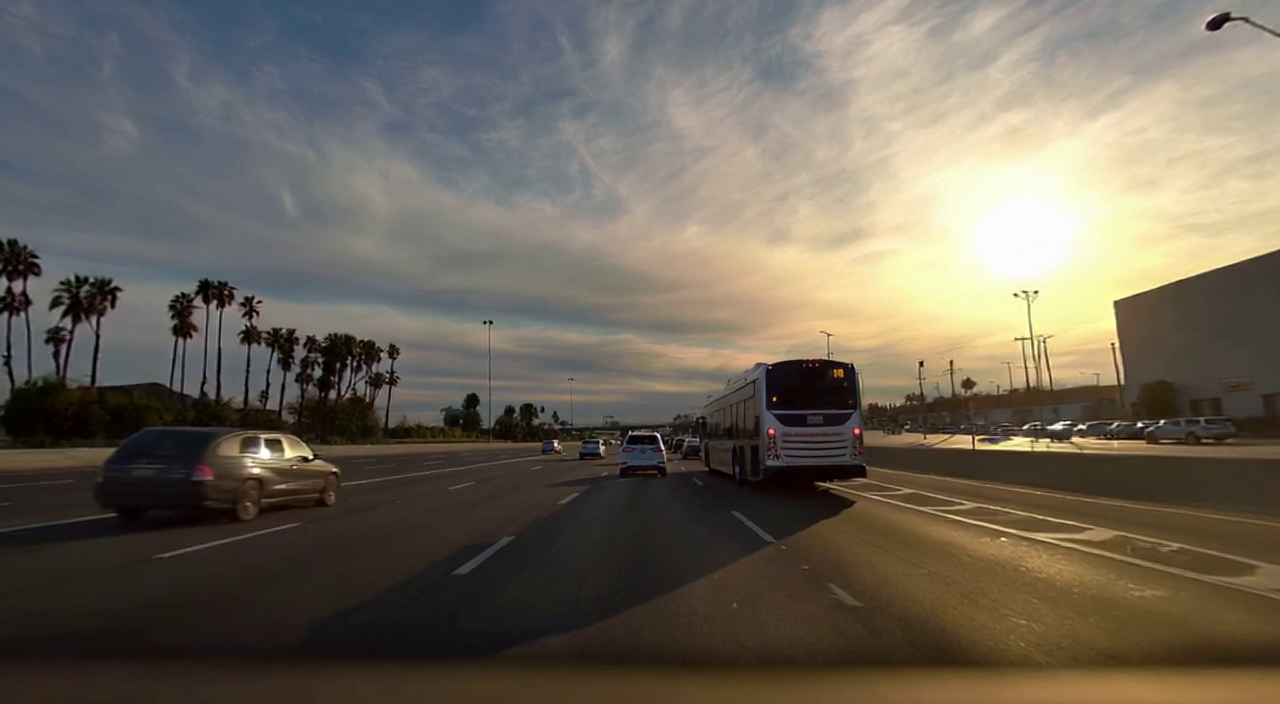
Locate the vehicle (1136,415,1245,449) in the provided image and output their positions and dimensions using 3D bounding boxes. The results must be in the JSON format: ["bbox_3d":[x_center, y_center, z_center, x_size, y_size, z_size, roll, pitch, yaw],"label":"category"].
[{"bbox_3d":[30.701,4.561,35.369,2.003,1.777,4.990,-1,-9,6],"label":"vehicle"}]

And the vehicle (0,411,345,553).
[{"bbox_3d":[-7.181,1.976,10.260,2.291,1.729,4.879,0,-9,1],"label":"vehicle"}]

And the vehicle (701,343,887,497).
[{"bbox_3d":[4.286,2.646,21.945,3.020,3.622,14.302,0,-9,0],"label":"vehicle"}]

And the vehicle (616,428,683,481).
[{"bbox_3d":[0.341,3.844,23.703,2.268,1.796,4.280,0,-9,1],"label":"vehicle"}]
